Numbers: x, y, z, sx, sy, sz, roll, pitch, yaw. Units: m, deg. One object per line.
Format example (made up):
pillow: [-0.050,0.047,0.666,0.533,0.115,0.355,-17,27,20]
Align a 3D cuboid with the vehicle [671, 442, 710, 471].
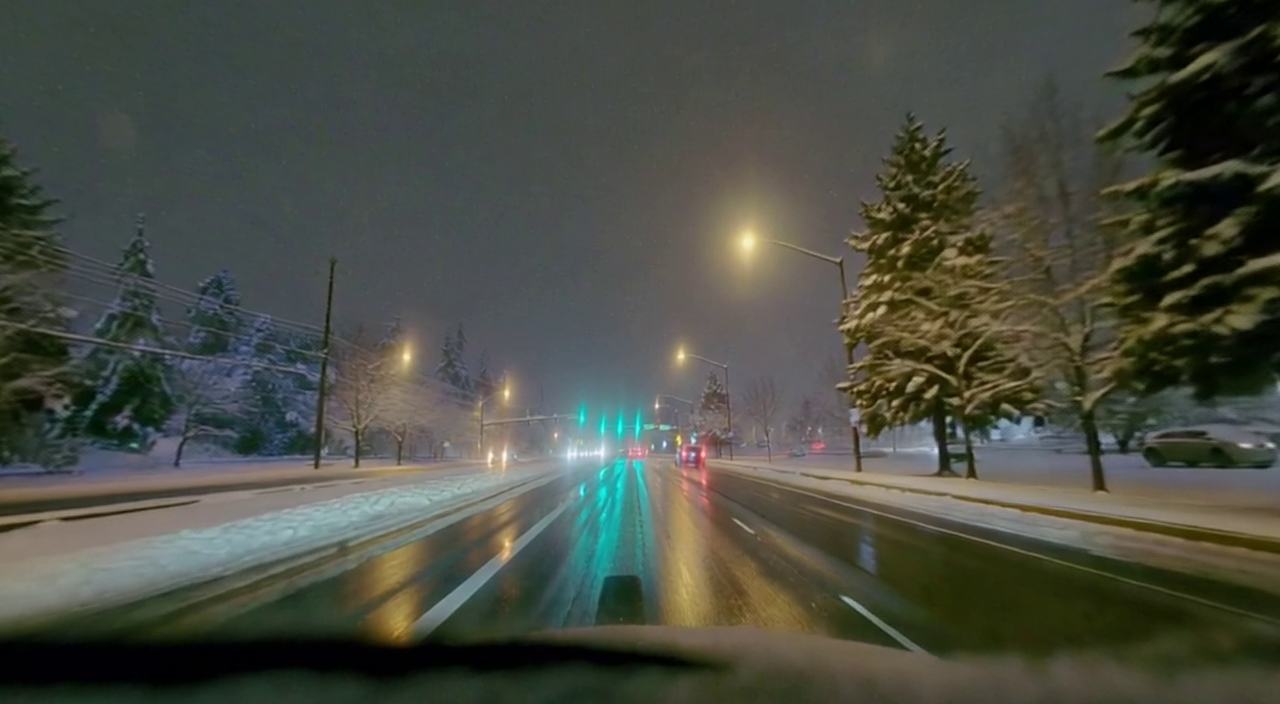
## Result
vehicle: [3.206,6.770,41.146,2.069,1.761,4.610,0,-9,-2]

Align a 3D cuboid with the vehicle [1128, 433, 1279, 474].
vehicle: [21.909,3.928,24.392,4.217,1.470,2.173,-1,-9,1]

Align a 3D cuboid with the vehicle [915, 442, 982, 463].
vehicle: [22.821,7.462,46.847,3.845,1.471,2.043,0,-9,0]
